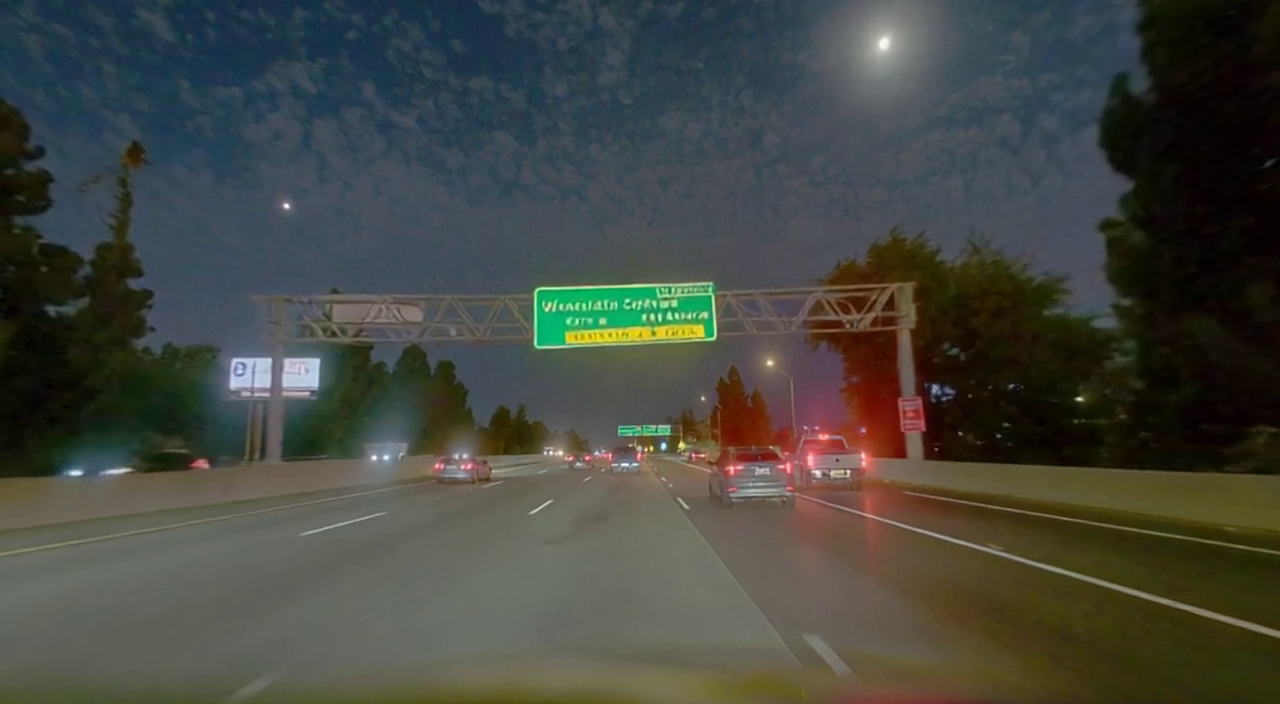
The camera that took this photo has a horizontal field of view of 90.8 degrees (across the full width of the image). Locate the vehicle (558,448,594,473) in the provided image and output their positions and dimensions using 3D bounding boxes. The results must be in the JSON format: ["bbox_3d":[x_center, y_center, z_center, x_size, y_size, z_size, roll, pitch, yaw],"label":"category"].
[{"bbox_3d":[-4.157,7.077,41.475,1.935,1.487,4.076,0,-8,0],"label":"vehicle"}]

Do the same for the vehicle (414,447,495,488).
[{"bbox_3d":[-7.378,4.627,25.605,1.920,1.482,4.385,0,-8,0],"label":"vehicle"}]

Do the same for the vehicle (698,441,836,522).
[{"bbox_3d":[2.528,2.688,13.757,2.011,1.462,4.286,0,-8,-1],"label":"vehicle"}]

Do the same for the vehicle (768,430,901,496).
[{"bbox_3d":[6.375,3.732,21.750,2.635,1.919,5.907,0,-8,-1],"label":"vehicle"}]

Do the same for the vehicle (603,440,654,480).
[{"bbox_3d":[-0.535,5.323,31.505,2.323,1.805,4.729,0,-8,0],"label":"vehicle"}]

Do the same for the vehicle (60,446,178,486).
[{"bbox_3d":[-22.790,4.964,27.841,1.786,1.622,3.932,0,-9,0],"label":"vehicle"}]
